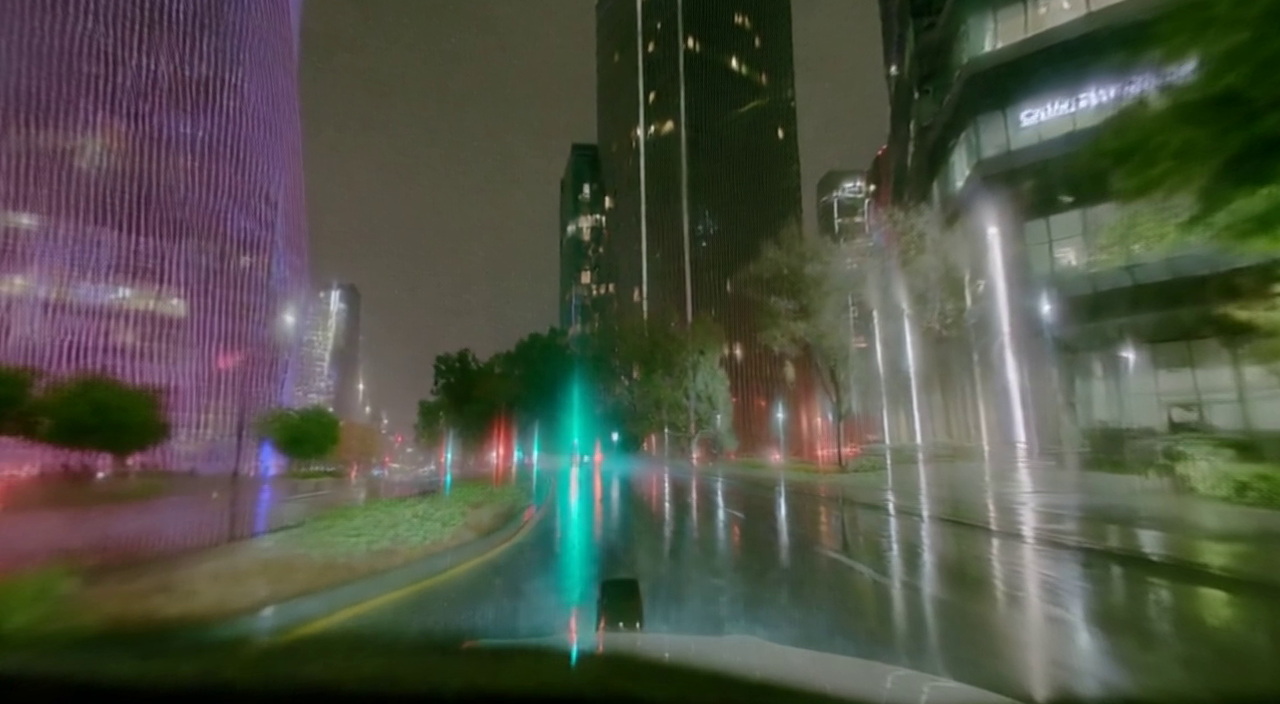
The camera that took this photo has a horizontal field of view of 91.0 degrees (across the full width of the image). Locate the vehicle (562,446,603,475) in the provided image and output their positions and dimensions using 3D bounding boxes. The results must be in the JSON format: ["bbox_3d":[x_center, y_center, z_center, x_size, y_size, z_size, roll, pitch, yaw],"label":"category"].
[{"bbox_3d":[-3.890,7.229,42.118,2.129,1.816,4.851,2,-9,-12],"label":"vehicle"}]
